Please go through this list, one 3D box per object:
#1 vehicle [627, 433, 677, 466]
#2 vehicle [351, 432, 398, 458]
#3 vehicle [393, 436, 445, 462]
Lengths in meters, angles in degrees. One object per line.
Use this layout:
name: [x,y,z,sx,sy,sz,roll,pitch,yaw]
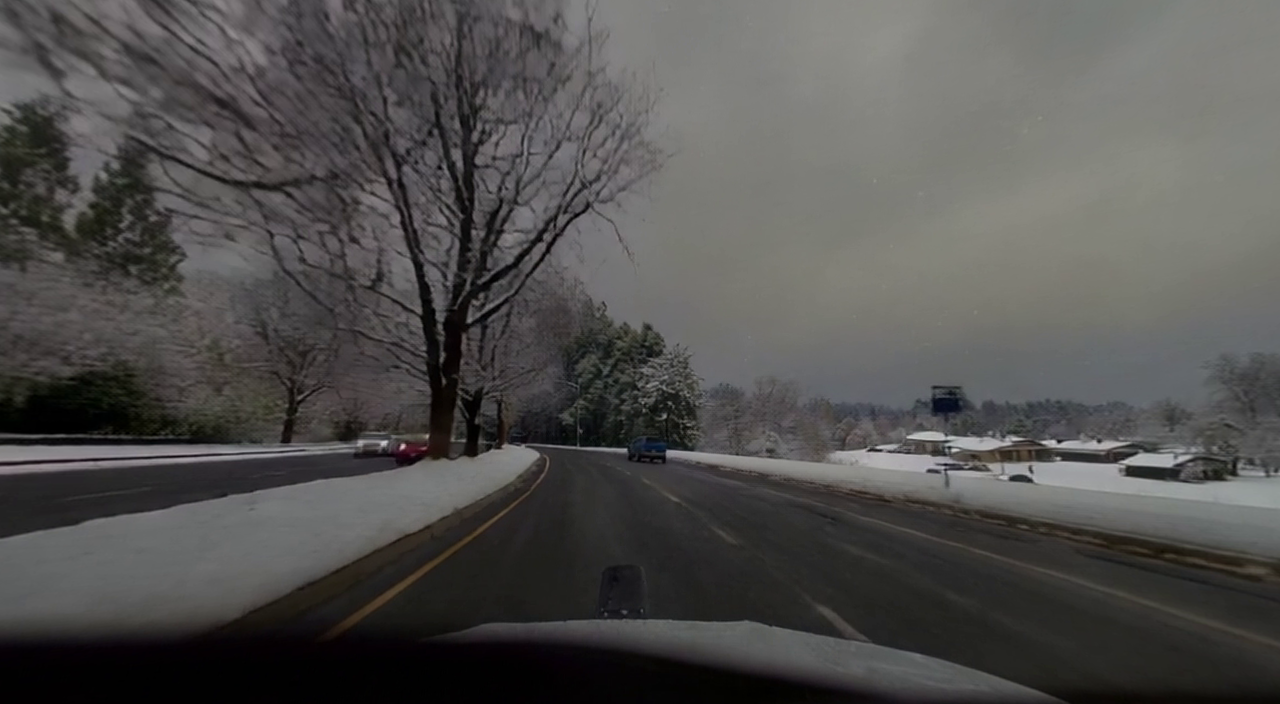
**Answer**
vehicle: [0.657,5.844,37.740,2.166,1.828,4.607,2,-9,-9]
vehicle: [-18.268,6.426,43.372,1.915,1.696,4.461,1,-9,-9]
vehicle: [-13.339,5.906,38.164,2.067,1.468,4.665,1,-9,-8]
